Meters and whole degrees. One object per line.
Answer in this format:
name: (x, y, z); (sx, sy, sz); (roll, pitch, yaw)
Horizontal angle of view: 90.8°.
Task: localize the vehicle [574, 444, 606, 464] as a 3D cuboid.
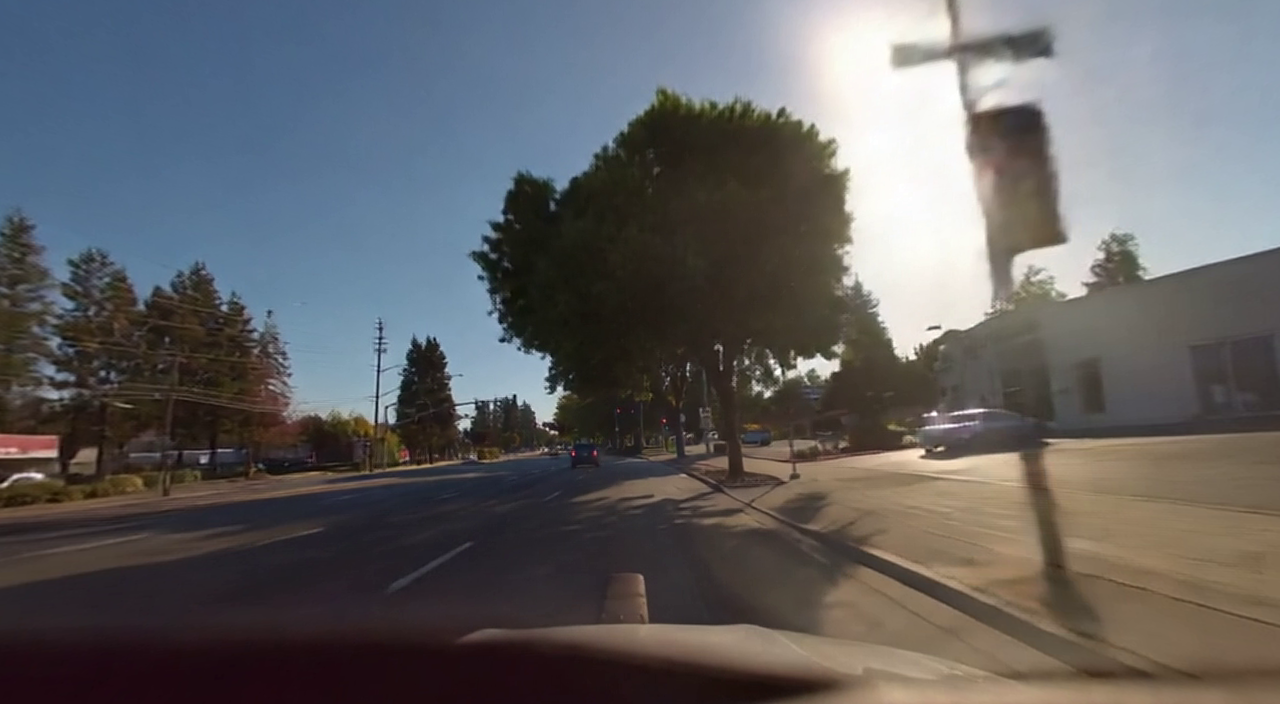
vehicle: (-3.813, 7.874, 48.885); (2.054, 1.449, 4.772); (0, -8, 1)
